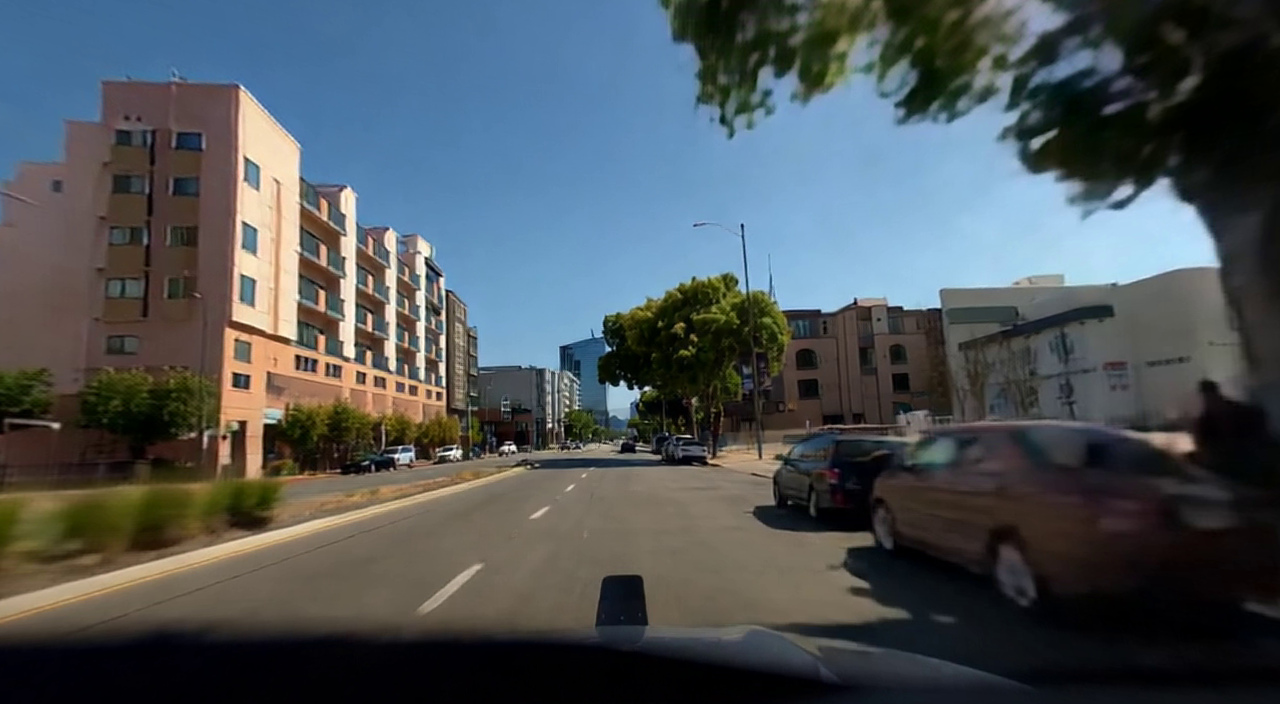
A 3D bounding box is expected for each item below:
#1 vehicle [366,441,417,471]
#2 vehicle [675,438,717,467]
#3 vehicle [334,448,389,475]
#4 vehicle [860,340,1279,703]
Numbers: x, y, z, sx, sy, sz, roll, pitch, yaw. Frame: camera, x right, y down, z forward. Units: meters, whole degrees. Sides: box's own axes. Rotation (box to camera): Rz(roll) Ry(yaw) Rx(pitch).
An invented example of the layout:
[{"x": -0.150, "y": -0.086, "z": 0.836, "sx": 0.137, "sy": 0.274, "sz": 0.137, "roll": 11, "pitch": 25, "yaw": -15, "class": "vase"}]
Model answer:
[{"x": -18.666, "y": 7.807, "z": 47.671, "sx": 2.007, "sy": 1.806, "sz": 4.707, "roll": -6, "pitch": -7, "yaw": -2, "class": "vehicle"}, {"x": 3.033, "y": 5.499, "z": 34.963, "sx": 1.924, "sy": 1.492, "sz": 4.587, "roll": 0, "pitch": -8, "yaw": 0, "class": "vehicle"}, {"x": -18.637, "y": 7.296, "z": 42.441, "sx": 1.791, "sy": 1.461, "sz": 4.496, "roll": -5, "pitch": -7, "yaw": -2, "class": "vehicle"}, {"x": 3.486, "y": 1.125, "z": 4.846, "sx": 1.951, "sy": 1.728, "sz": 4.623, "roll": 0, "pitch": -8, "yaw": 0, "class": "vehicle"}]
